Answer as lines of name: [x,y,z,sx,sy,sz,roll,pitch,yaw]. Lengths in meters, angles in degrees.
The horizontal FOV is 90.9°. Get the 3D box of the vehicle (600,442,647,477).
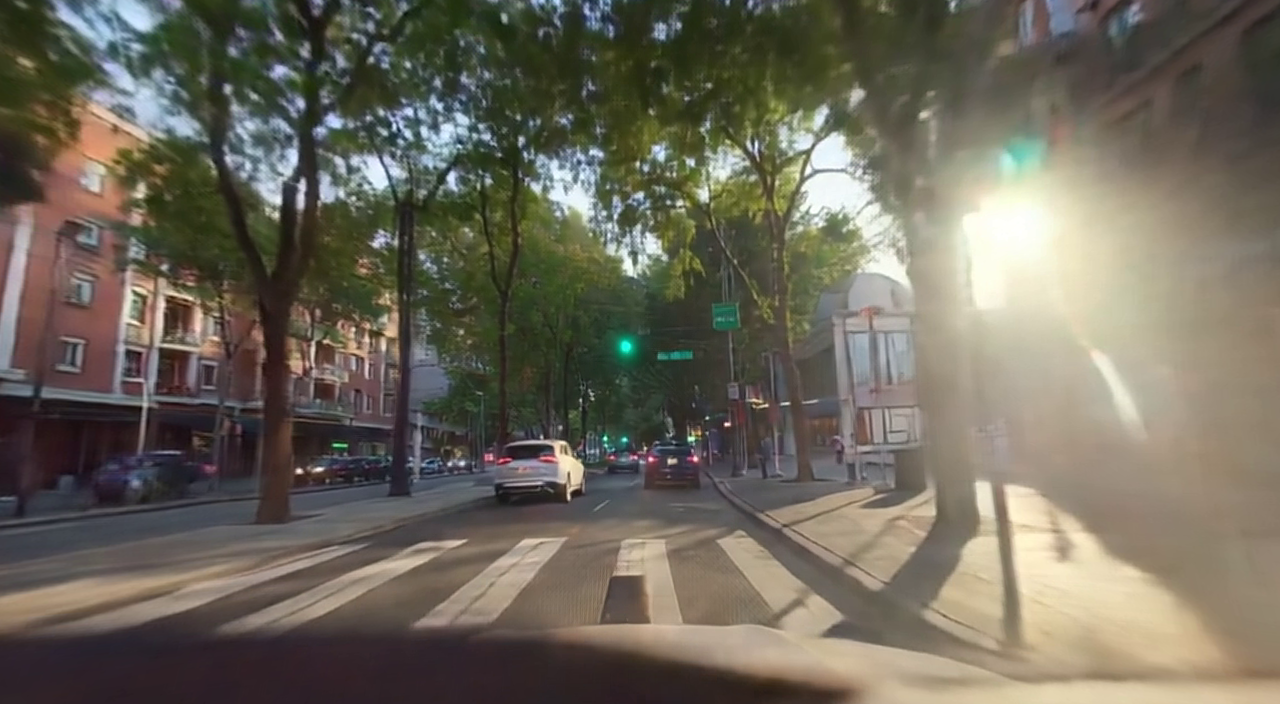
vehicle: [-0.857,6.043,35.890,2.220,1.847,4.587,-1,-8,4]

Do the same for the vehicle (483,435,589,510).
vehicle: [-2.598,3.103,16.754,1.940,1.722,3.823,-1,-8,4]

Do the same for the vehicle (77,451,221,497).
vehicle: [-24.648,6.074,32.082,2.144,1.993,6.287,0,-8,1]

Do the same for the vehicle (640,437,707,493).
vehicle: [1.128,3.849,21.912,2.120,1.758,3.917,0,-8,2]
